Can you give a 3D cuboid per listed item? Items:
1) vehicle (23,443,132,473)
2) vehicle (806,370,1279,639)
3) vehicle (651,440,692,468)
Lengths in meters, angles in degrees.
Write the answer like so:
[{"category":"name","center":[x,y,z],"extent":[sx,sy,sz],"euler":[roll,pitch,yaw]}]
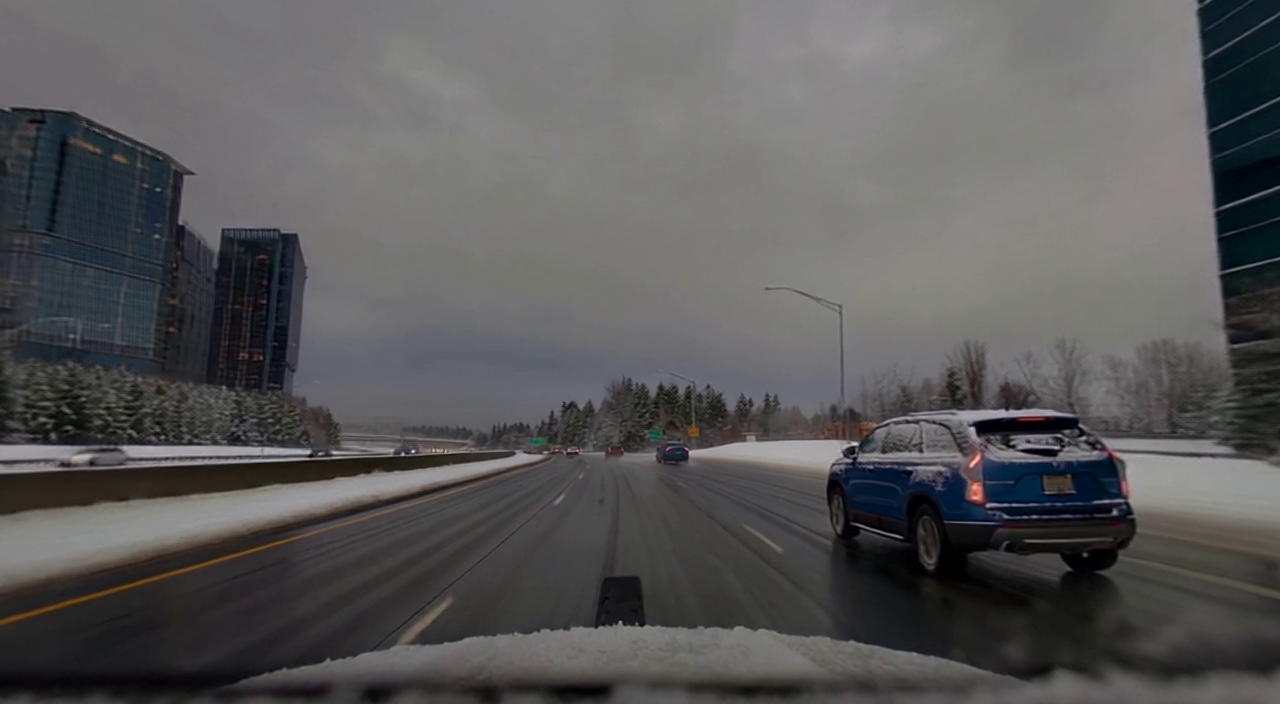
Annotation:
[{"category":"vehicle","center":[-39.407,7.435,44.551],"extent":[2.252,1.919,5.983],"euler":[0,-8,-1]},{"category":"vehicle","center":[3.473,1.353,6.587],"extent":[2.182,1.826,4.392],"euler":[0,-8,-1]},{"category":"vehicle","center":[2.066,6.863,42.646],"extent":[2.110,1.780,4.682],"euler":[1,-8,-5]}]
